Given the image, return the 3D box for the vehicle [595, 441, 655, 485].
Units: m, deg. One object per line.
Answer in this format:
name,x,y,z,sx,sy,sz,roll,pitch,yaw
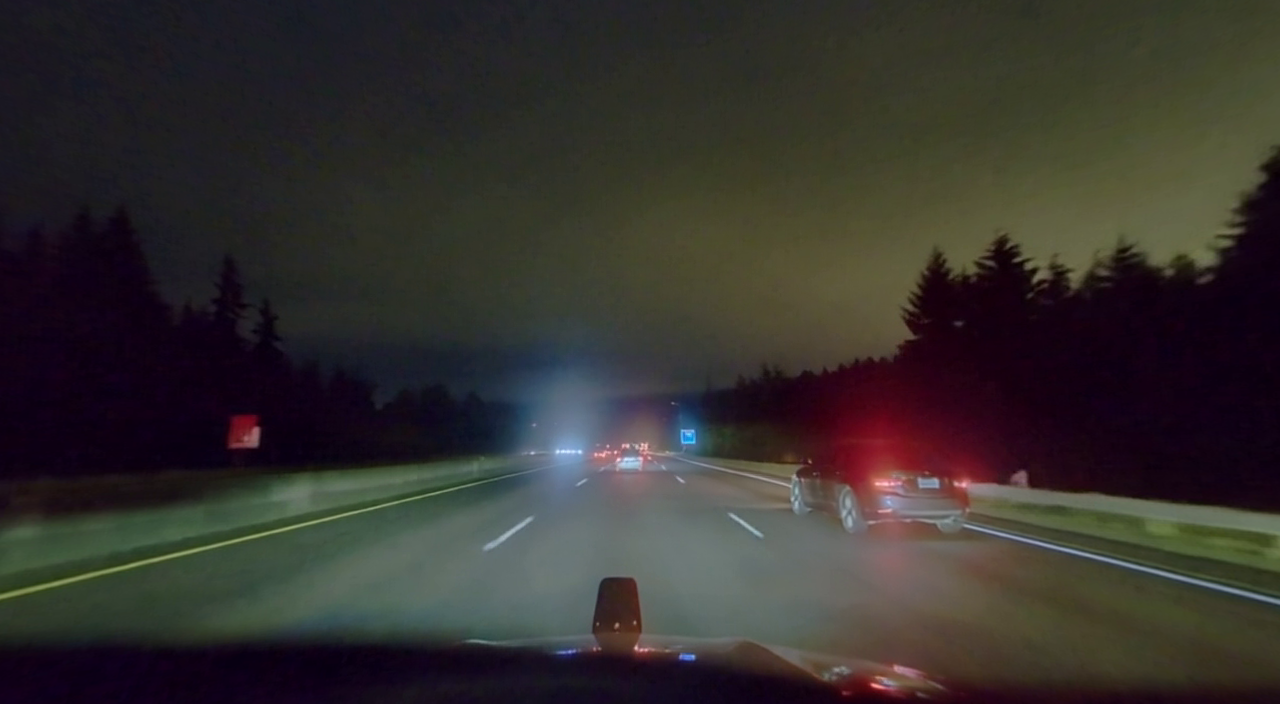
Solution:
vehicle,-0.548,4.158,23.800,2.066,1.490,3.759,0,-9,-1
